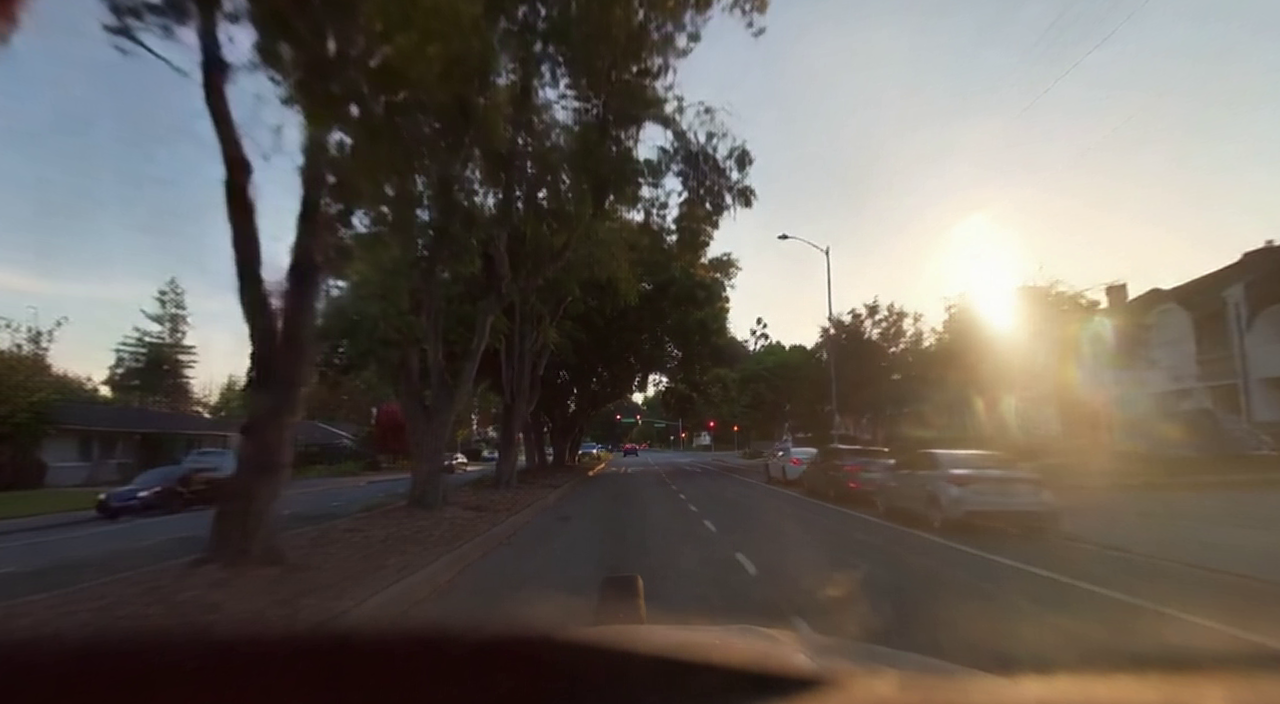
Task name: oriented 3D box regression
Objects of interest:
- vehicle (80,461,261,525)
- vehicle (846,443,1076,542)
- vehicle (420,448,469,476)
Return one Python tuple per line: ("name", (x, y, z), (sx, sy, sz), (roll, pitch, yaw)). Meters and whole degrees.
("vehicle", (-12.817, 3.824, 17.669), (1.812, 1.454, 4.351), (0, -8, -2))
("vehicle", (5.565, 2.447, 11.757), (1.875, 1.466, 4.355), (0, -9, -2))
("vehicle", (-13.035, 7.371, 42.458), (1.916, 1.754, 4.337), (0, -8, -1))
